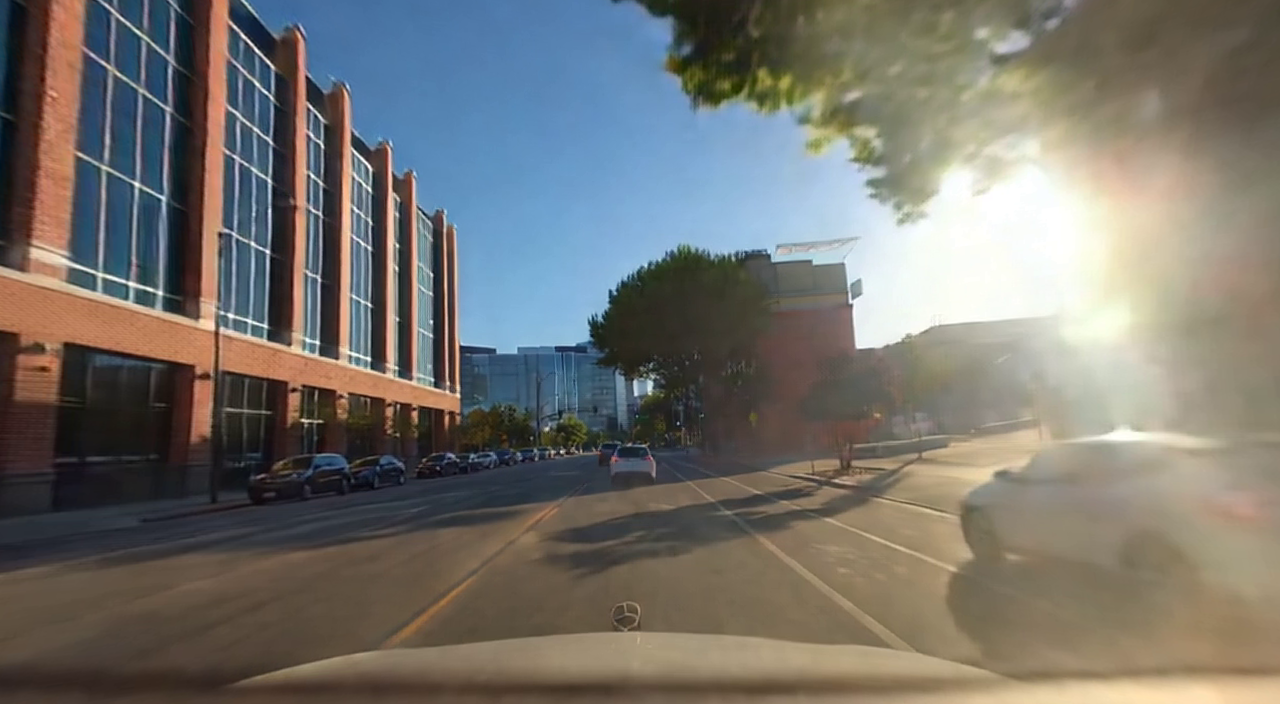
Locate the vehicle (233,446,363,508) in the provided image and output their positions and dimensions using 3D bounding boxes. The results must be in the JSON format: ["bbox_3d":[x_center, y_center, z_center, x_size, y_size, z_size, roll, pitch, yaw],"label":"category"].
[{"bbox_3d":[-11.936,4.336,22.515,2.114,1.938,4.590,0,-8,-1],"label":"vehicle"}]

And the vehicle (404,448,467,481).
[{"bbox_3d":[-11.893,6.540,37.104,2.077,1.732,4.704,0,-8,1],"label":"vehicle"}]

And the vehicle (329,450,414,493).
[{"bbox_3d":[-11.806,5.236,28.103,1.881,1.686,4.451,0,-8,-1],"label":"vehicle"}]

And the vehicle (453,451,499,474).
[{"bbox_3d":[-11.642,7.873,45.243,1.991,1.507,4.879,0,-8,0],"label":"vehicle"}]

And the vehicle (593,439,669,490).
[{"bbox_3d":[-0.253,3.627,20.760,2.269,1.479,3.980,0,-8,0],"label":"vehicle"}]

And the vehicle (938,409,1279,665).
[{"bbox_3d":[4.960,1.458,5.963,2.075,1.584,4.201,0,-9,-2],"label":"vehicle"}]
